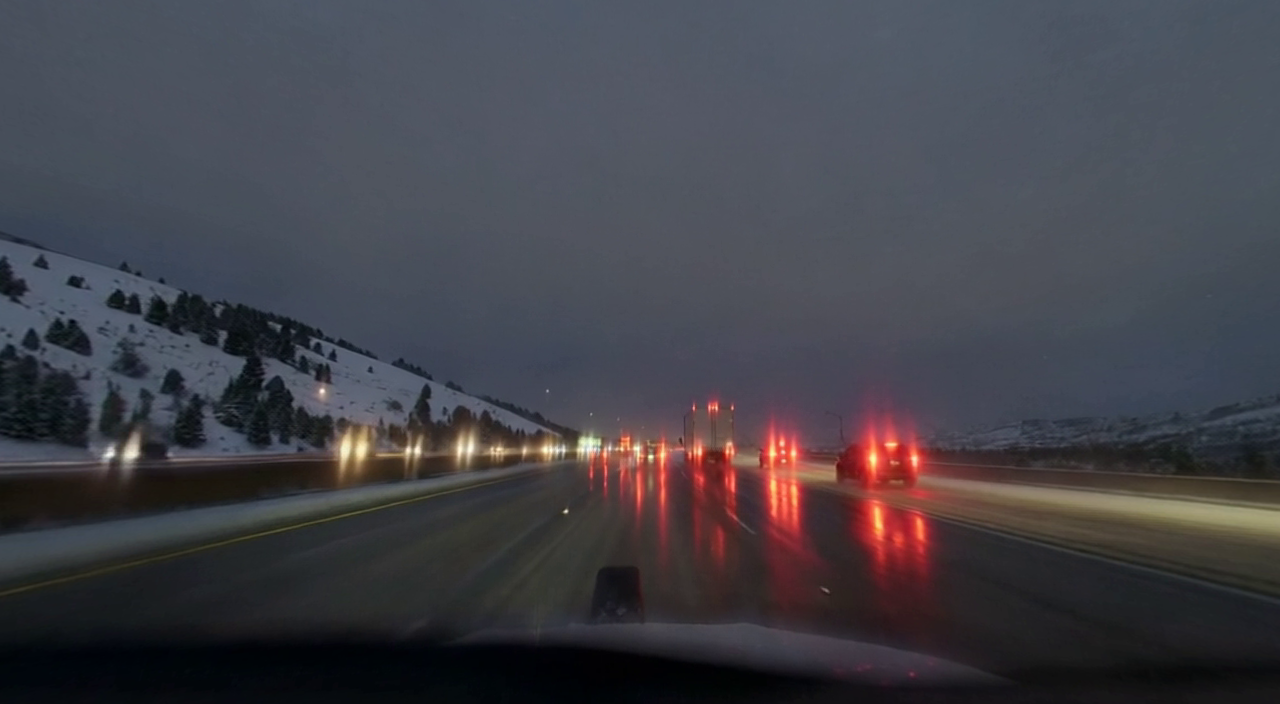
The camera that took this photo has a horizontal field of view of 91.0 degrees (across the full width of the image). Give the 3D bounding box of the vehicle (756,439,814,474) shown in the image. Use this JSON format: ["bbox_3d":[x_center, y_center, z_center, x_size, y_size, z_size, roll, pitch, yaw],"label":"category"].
[{"bbox_3d":[7.994,5.787,35.149,2.143,1.775,4.729,0,-9,0],"label":"vehicle"}]

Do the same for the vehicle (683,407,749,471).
[{"bbox_3d":[4.704,5.820,41.650,3.130,3.607,11.129,0,-9,1],"label":"vehicle"}]

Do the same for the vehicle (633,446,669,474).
[{"bbox_3d":[0.614,5.994,35.196,1.866,1.492,3.932,0,-9,1],"label":"vehicle"}]

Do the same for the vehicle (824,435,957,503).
[{"bbox_3d":[7.020,3.311,18.244,2.044,1.676,4.421,0,-9,0],"label":"vehicle"}]

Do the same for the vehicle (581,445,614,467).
[{"bbox_3d":[-3.136,7.746,47.052,2.132,1.506,4.256,0,-9,0],"label":"vehicle"}]
